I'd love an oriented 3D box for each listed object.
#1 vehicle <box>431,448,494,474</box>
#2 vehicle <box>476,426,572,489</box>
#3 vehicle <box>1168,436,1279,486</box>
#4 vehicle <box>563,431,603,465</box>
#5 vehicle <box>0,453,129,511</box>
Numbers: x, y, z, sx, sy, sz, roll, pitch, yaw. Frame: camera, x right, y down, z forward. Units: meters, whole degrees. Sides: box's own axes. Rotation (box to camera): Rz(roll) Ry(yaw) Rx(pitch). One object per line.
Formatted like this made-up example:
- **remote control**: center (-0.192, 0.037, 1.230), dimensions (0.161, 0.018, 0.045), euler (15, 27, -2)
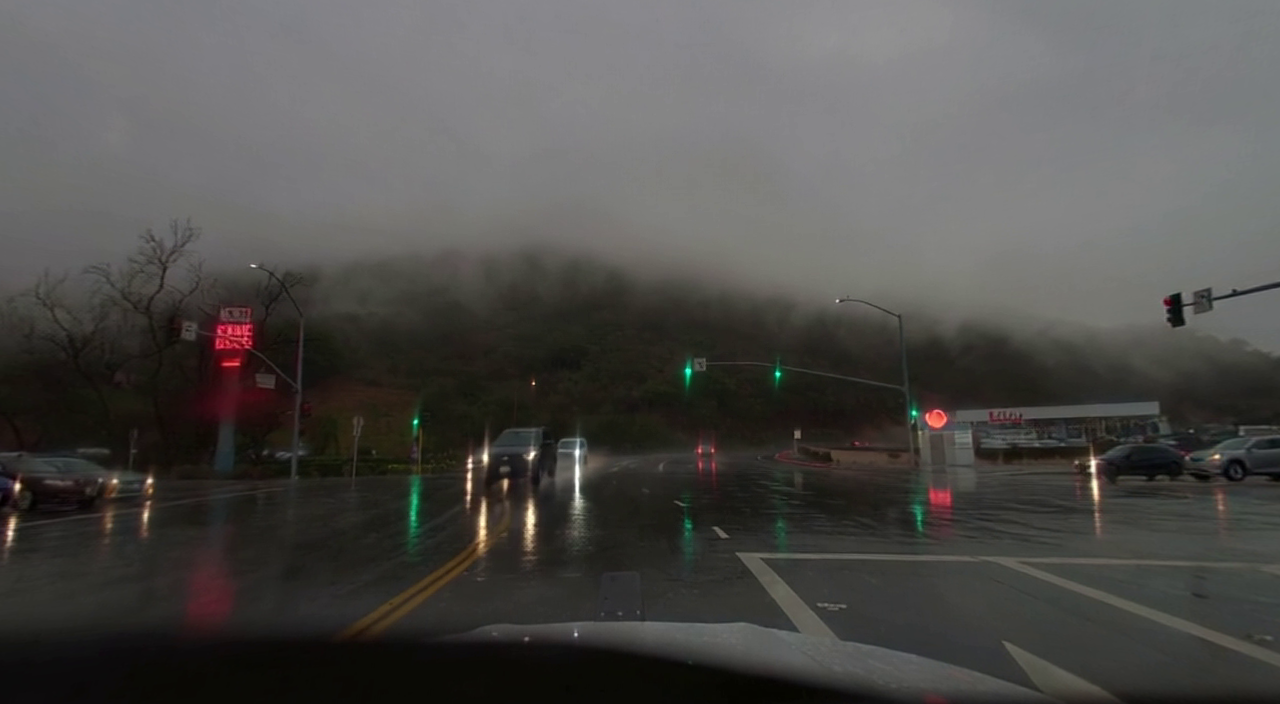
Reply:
- **vehicle**: center (-12.477, 7.660, 44.603), dimensions (2.069, 1.706, 4.336), euler (-3, -9, 20)
- **vehicle**: center (-4.392, 4.130, 24.957), dimensions (2.662, 2.197, 5.454), euler (0, -9, 1)
- **vehicle**: center (25.051, 4.468, 26.063), dimensions (4.546, 1.944, 2.051), euler (1, -9, -5)
- **vehicle**: center (-4.190, 7.219, 47.410), dimensions (2.318, 2.325, 5.910), euler (0, -9, 1)
- **vehicle**: center (-19.802, 4.180, 20.528), dimensions (4.440, 1.748, 2.033), euler (0, -9, 1)
